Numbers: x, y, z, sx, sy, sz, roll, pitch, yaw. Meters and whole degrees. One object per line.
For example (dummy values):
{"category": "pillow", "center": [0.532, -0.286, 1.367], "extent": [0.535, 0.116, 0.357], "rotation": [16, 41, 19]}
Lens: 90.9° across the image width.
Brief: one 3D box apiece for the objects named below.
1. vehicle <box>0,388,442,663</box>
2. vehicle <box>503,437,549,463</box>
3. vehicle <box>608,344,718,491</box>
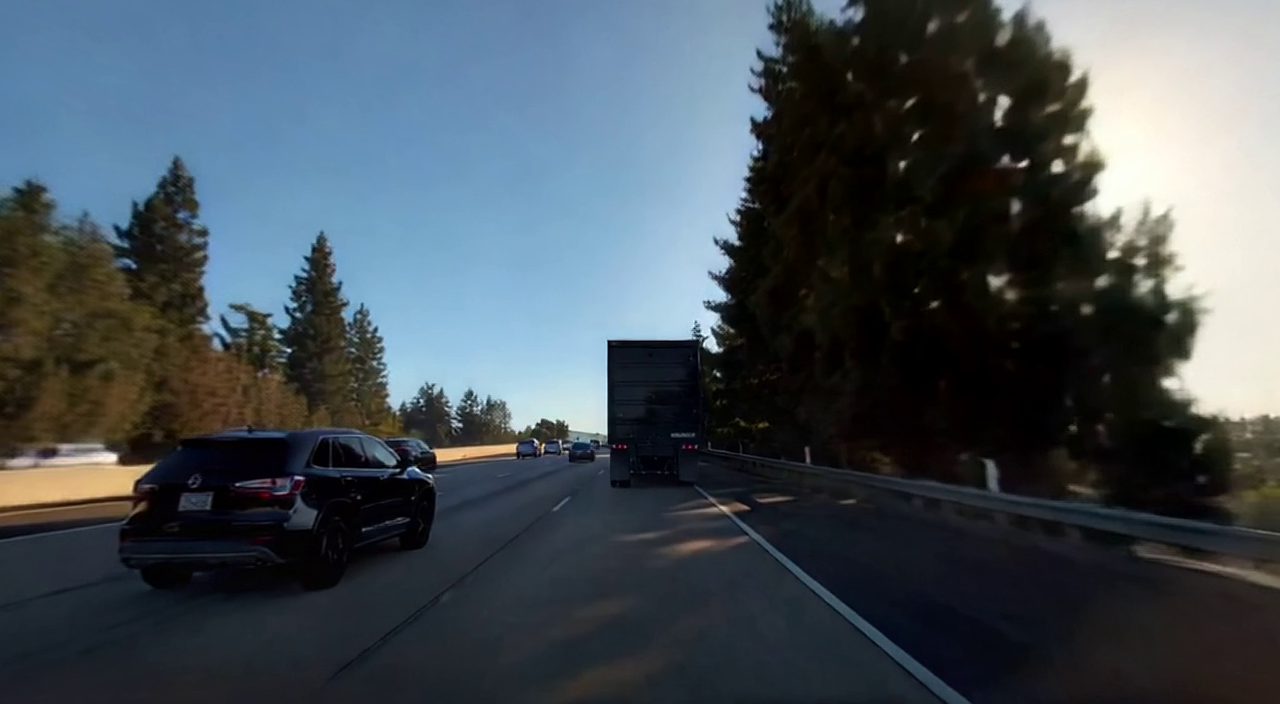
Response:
{"category": "vehicle", "center": [-3.653, 1.371, 6.051], "extent": [2.077, 1.671, 4.249], "rotation": [0, -8, 0]}
{"category": "vehicle", "center": [-6.854, 5.945, 38.361], "extent": [1.882, 1.451, 4.416], "rotation": [0, -8, 1]}
{"category": "vehicle", "center": [0.639, 2.482, 21.872], "extent": [2.870, 3.841, 10.653], "rotation": [0, -8, 0]}
